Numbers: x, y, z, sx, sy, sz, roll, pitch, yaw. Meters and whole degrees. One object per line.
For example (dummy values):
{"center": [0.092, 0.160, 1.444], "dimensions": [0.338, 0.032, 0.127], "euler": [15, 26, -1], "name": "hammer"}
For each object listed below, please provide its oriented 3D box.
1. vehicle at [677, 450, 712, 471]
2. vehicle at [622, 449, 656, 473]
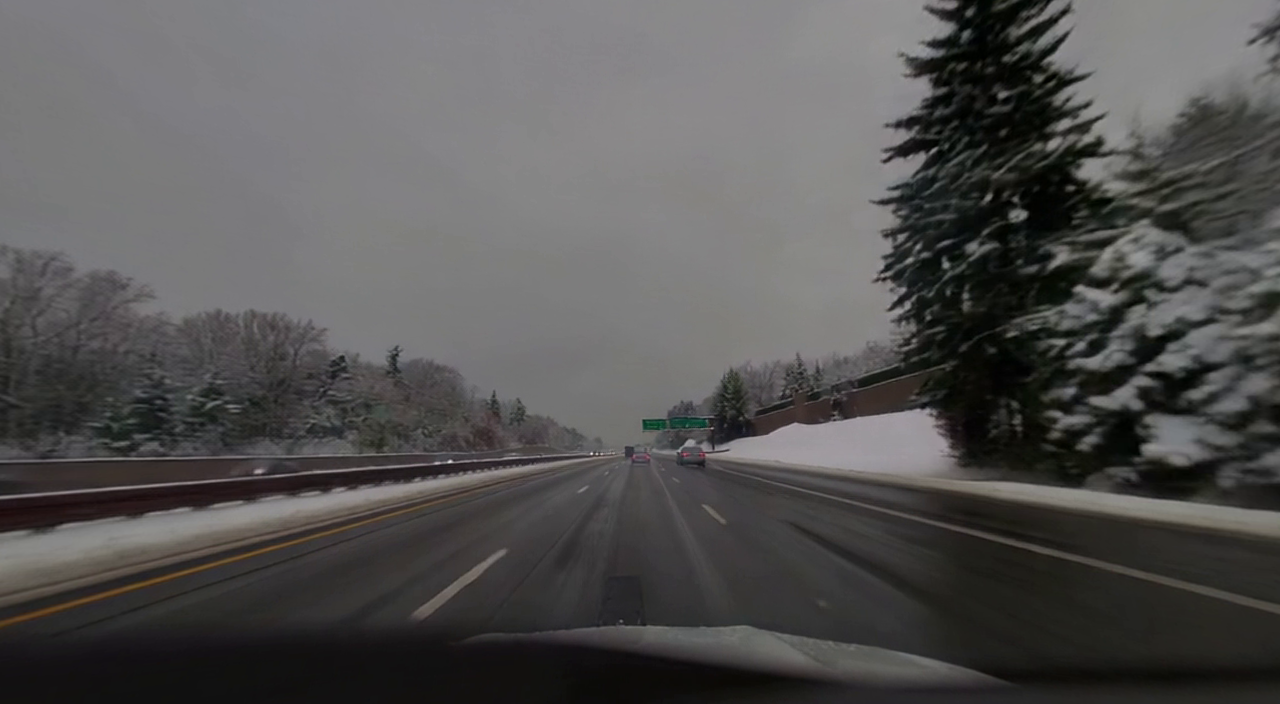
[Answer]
{"center": [3.557, 7.177, 41.689], "dimensions": [1.883, 1.320, 3.386], "euler": [0, -9, -2], "name": "vehicle"}
{"center": [-0.093, 6.855, 39.796], "dimensions": [2.065, 1.400, 4.028], "euler": [0, -9, -1], "name": "vehicle"}
